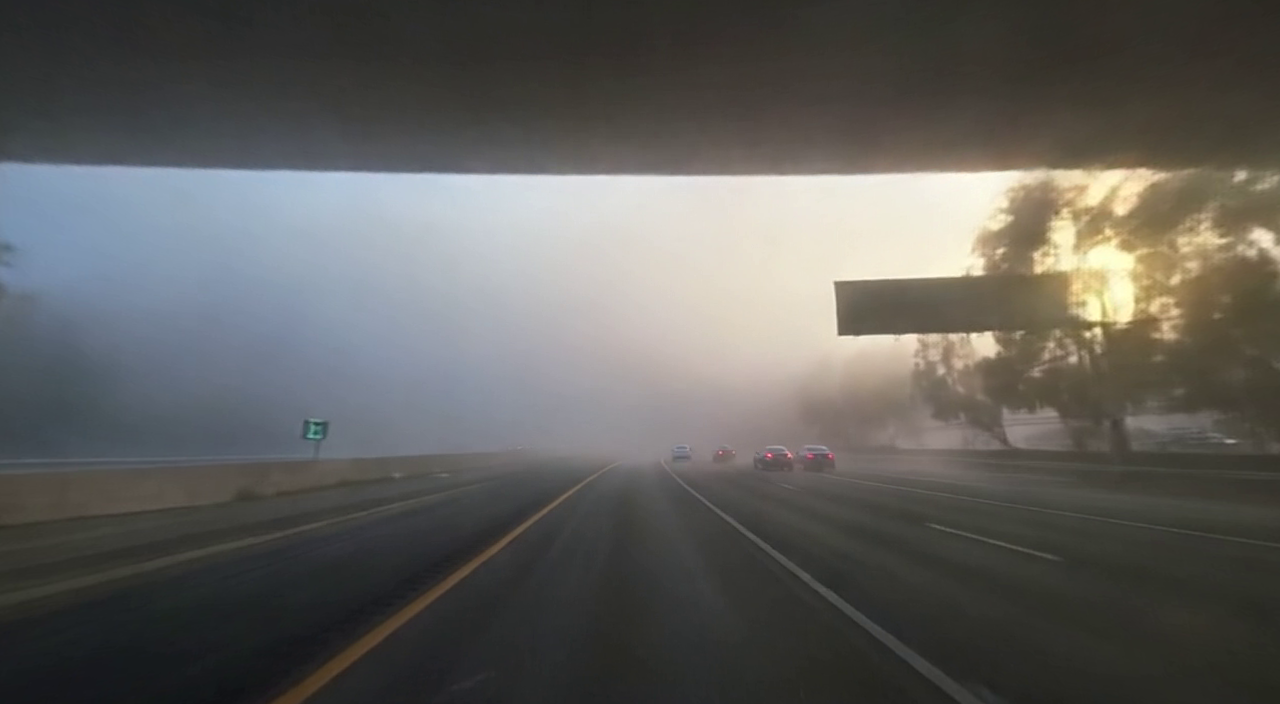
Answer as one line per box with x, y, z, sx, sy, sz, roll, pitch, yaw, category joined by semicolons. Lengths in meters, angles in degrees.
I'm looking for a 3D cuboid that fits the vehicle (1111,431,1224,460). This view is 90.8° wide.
29.275;5.218;35.324;1.967;1.491;4.970;0;-9;-1;vehicle
